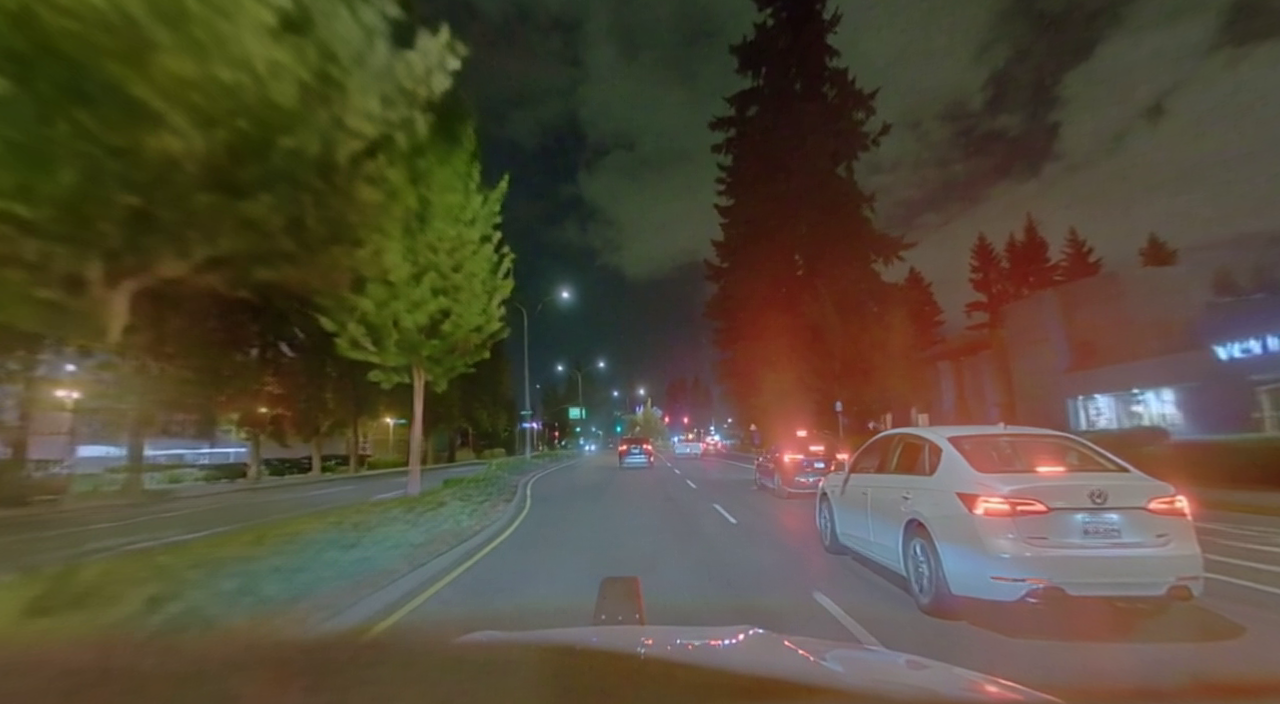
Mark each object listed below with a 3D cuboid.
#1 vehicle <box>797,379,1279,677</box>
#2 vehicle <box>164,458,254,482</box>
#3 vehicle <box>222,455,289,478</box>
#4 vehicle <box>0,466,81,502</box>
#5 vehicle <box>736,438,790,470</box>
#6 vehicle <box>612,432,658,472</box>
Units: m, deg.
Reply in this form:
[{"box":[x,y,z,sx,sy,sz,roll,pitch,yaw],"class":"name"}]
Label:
[{"box":[3.125,1.313,5.856,2.153,1.658,4.485,0,-8,0],"class":"vehicle"},{"box":[-29.988,8.229,44.049,4.689,1.535,2.042,0,-8,-1],"class":"vehicle"},{"box":[-30.287,9.009,49.862,4.058,1.535,1.826,-2,-8,-1],"class":"vehicle"},{"box":[-29.969,6.433,30.586,4.040,1.444,1.905,-4,-8,-1],"class":"vehicle"},{"box":[6.149,5.142,31.996,1.883,1.452,4.258,0,-8,0],"class":"vehicle"},{"box":[-0.246,4.878,31.041,2.106,1.798,4.168,0,-8,0],"class":"vehicle"}]
